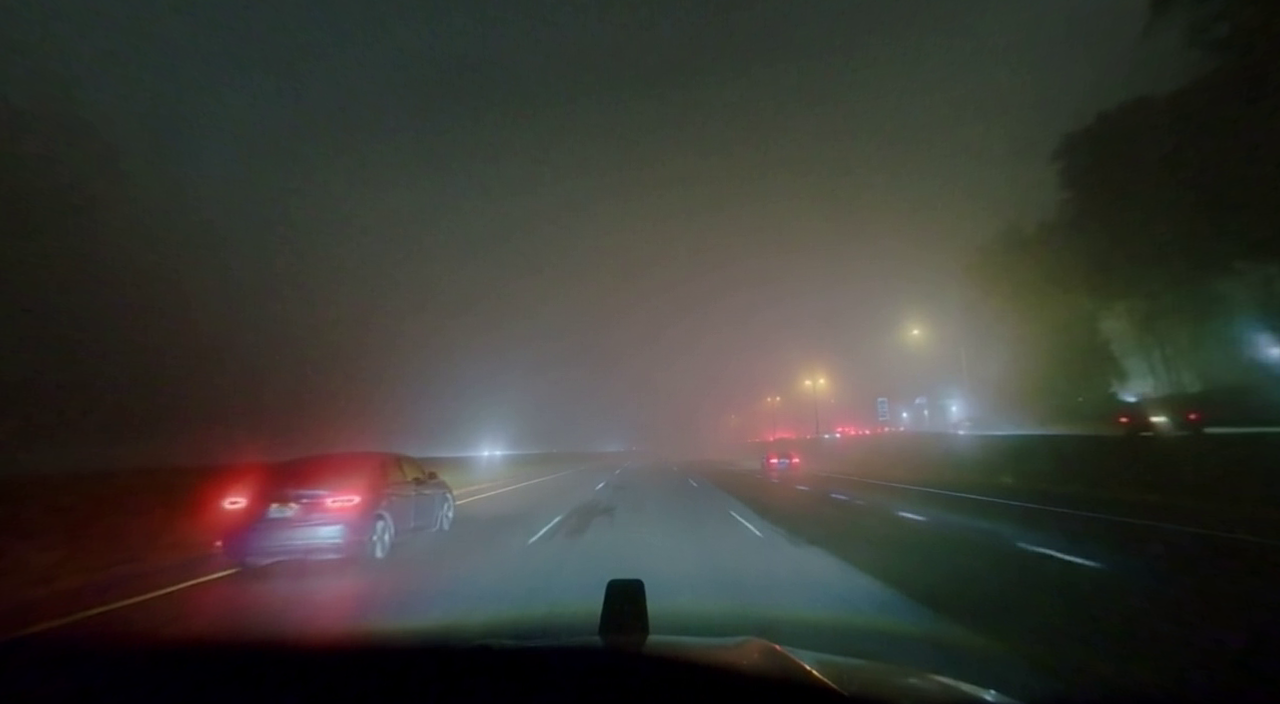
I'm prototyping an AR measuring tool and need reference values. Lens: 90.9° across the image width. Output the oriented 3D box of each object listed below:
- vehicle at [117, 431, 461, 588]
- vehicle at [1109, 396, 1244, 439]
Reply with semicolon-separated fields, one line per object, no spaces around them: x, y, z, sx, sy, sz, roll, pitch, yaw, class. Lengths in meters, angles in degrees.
-4.105;1.884;8.470;2.021;1.526;4.385;0;-8;1;vehicle
23.881;3.011;28.329;2.235;1.713;4.397;0;-8;2;vehicle
